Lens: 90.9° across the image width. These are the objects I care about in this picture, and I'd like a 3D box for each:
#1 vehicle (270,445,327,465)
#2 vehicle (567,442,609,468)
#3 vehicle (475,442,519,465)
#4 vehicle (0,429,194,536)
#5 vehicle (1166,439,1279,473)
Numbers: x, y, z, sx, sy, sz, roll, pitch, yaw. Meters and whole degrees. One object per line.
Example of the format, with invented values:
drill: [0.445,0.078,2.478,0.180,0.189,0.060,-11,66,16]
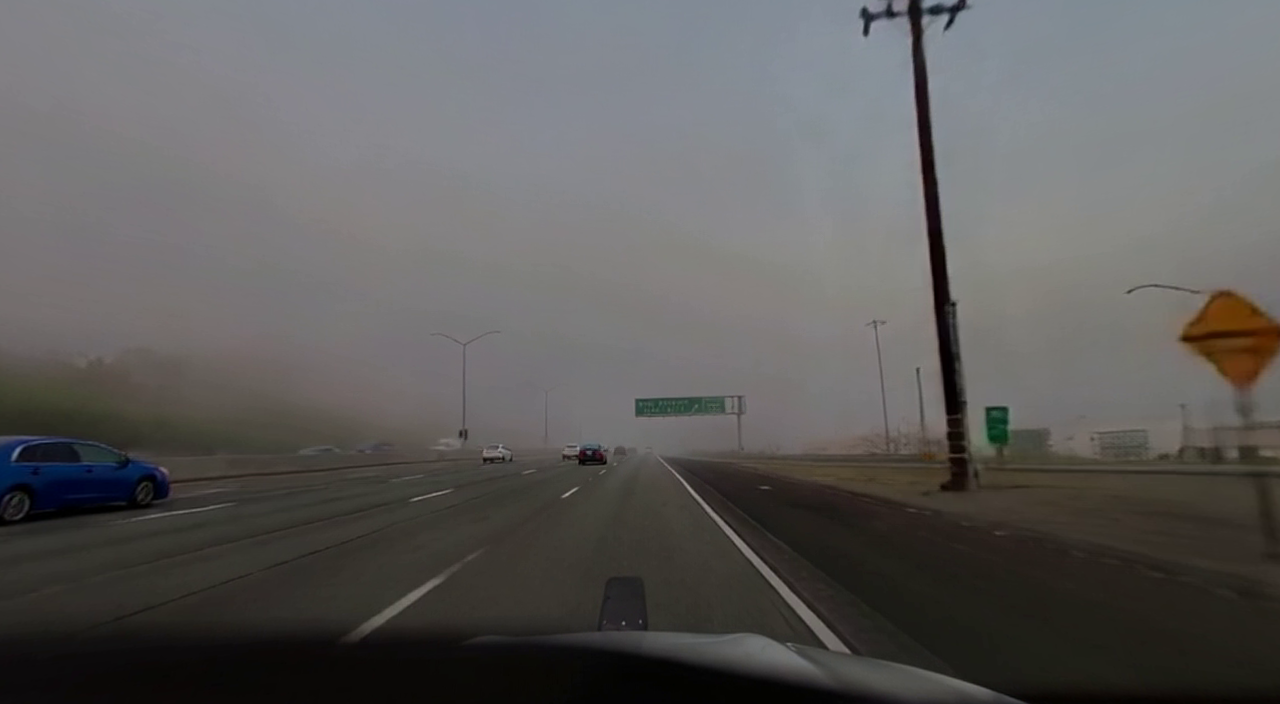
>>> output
vehicle: [-25.584,7.724,47.390,1.787,1.436,4.379,0,-8,1]
vehicle: [-3.020,6.097,37.590,2.050,1.479,4.342,0,-8,1]
vehicle: [-9.635,6.842,42.794,1.930,1.490,3.955,0,-8,2]
vehicle: [-10.139,2.061,10.359,2.002,1.526,4.822,0,-8,1]
vehicle: [29.006,5.034,30.661,4.798,1.545,2.042,-4,-9,24]
